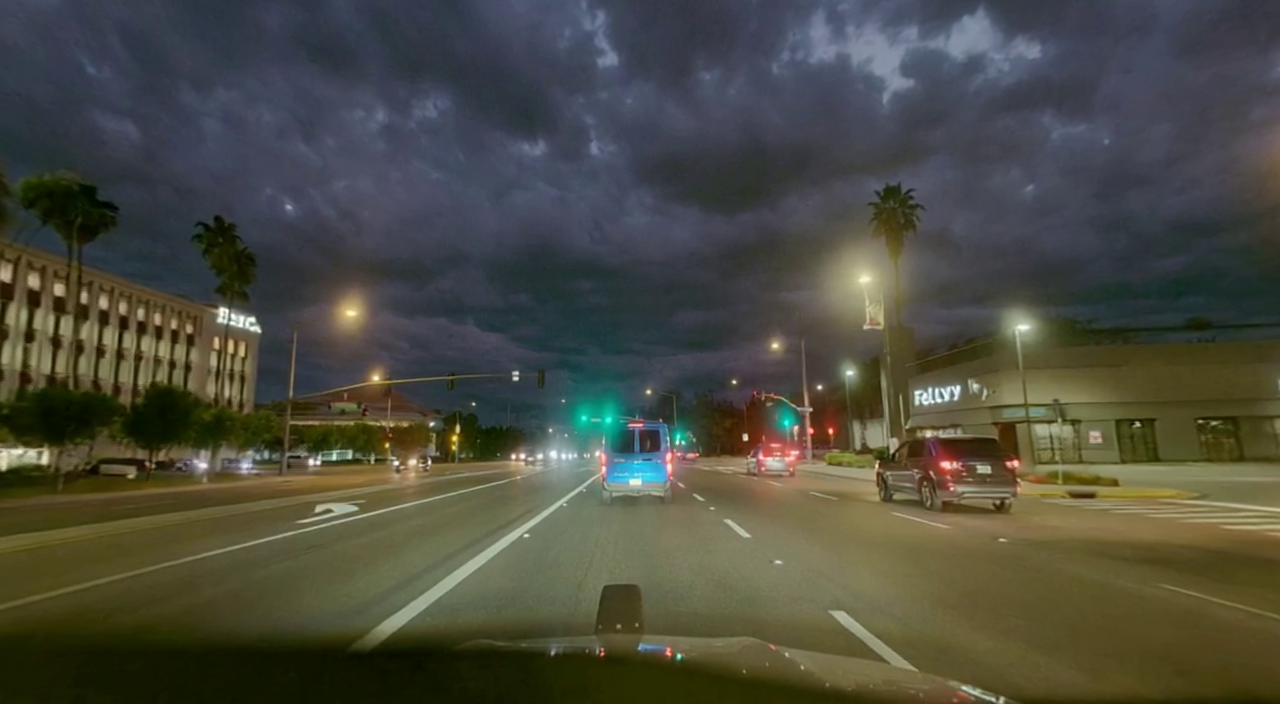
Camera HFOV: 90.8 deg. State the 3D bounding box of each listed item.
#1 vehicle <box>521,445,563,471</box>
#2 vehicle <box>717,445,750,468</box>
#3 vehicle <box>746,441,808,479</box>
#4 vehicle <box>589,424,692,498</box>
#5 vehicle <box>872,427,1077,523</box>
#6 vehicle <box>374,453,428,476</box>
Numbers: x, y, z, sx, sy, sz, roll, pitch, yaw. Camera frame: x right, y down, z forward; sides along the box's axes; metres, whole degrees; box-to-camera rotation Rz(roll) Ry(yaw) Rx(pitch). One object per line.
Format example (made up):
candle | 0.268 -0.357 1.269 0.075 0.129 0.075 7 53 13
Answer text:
vehicle | -6.760 7.335 43.964 2.109 1.653 4.681 0 -9 1
vehicle | 7.095 7.937 48.258 1.953 1.665 4.327 0 -9 1
vehicle | 6.617 5.269 31.103 1.931 1.692 4.267 0 -9 -2
vehicle | -0.057 3.434 20.308 2.848 1.991 5.706 0 -9 -1
vehicle | 7.122 2.647 14.167 2.023 1.771 4.488 0 -9 -2
vehicle | -17.011 8.016 45.209 1.953 1.480 4.632 0 -9 1
